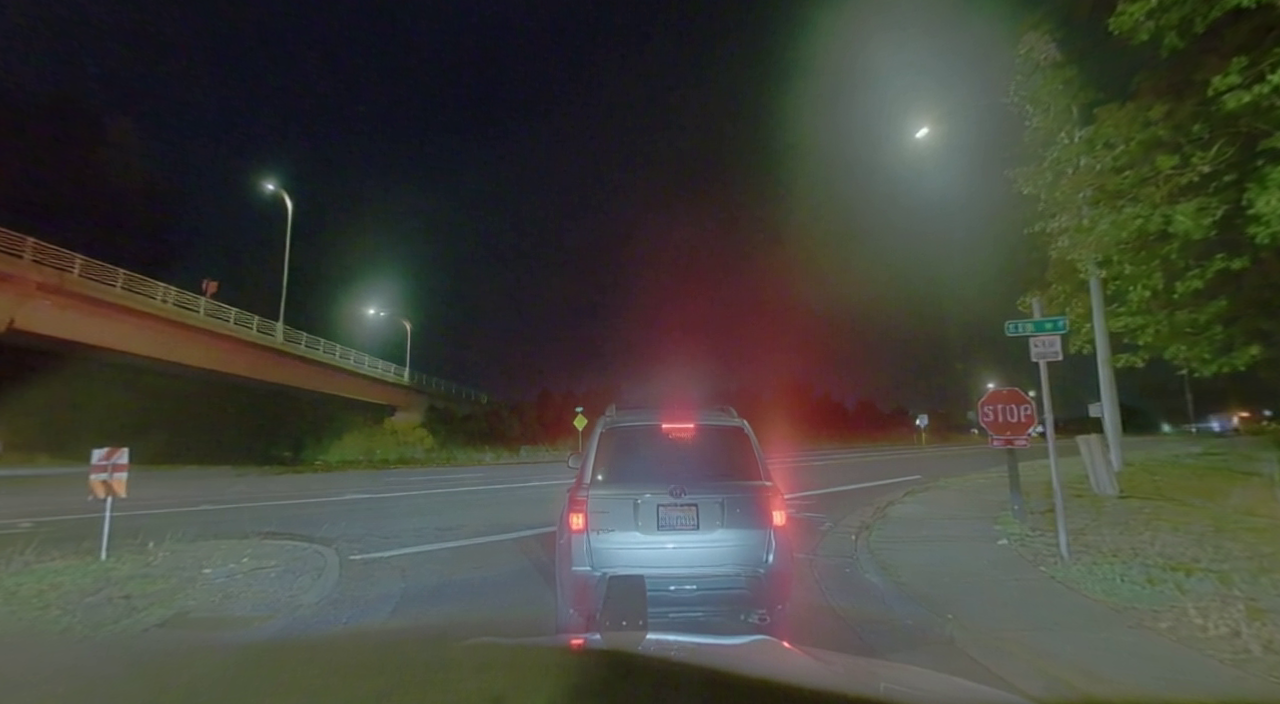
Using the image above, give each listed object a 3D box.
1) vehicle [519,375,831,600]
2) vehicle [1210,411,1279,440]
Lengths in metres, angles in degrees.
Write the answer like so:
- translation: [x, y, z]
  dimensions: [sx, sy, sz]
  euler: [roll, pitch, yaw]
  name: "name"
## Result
- translation: [0.316, 1.416, 7.333]
  dimensions: [2.494, 1.804, 4.336]
  euler: [0, -9, 1]
  name: "vehicle"
- translation: [39.336, 4.783, 40.735]
  dimensions: [4.413, 1.717, 2.073]
  euler: [4, -10, -26]
  name: "vehicle"
